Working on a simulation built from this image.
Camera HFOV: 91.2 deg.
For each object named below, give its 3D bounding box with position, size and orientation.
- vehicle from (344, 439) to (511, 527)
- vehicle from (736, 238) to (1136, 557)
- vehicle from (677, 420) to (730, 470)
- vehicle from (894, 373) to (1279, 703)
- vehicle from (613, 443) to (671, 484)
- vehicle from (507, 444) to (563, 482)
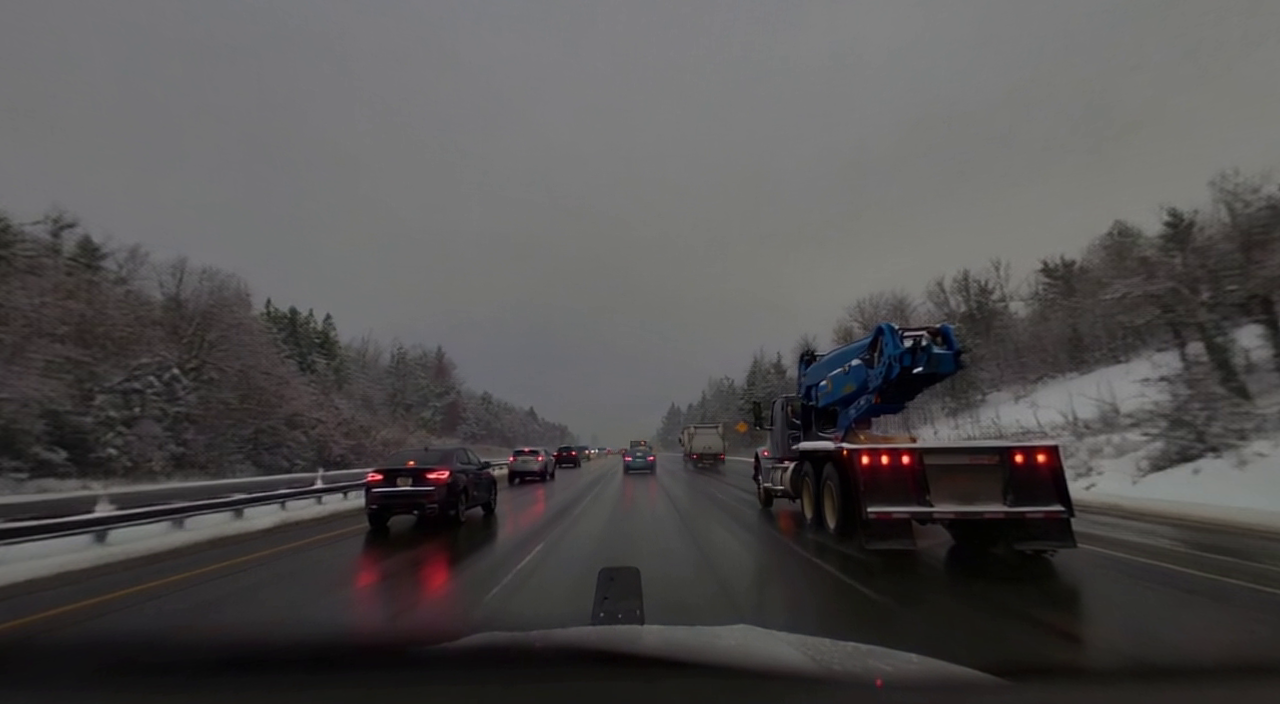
[{"bbox_3d":[-4.223,2.674,13.403,1.880,1.507,4.757,0,-9,0],"label":"vehicle"},{"bbox_3d":[3.923,1.093,11.311,2.975,3.618,8.456,0,-9,0],"label":"vehicle"},{"bbox_3d":[3.886,5.940,39.921,2.416,2.829,7.016,0,-9,-2],"label":"vehicle"},{"bbox_3d":[4.071,1.081,3.834,2.599,1.631,5.693,0,-9,-1],"label":"vehicle"},{"bbox_3d":[-0.004,4.455,25.352,2.150,1.498,3.988,0,-9,-2],"label":"vehicle"},{"bbox_3d":[-4.601,4.919,28.022,1.858,1.527,3.974,0,-9,0],"label":"vehicle"}]
